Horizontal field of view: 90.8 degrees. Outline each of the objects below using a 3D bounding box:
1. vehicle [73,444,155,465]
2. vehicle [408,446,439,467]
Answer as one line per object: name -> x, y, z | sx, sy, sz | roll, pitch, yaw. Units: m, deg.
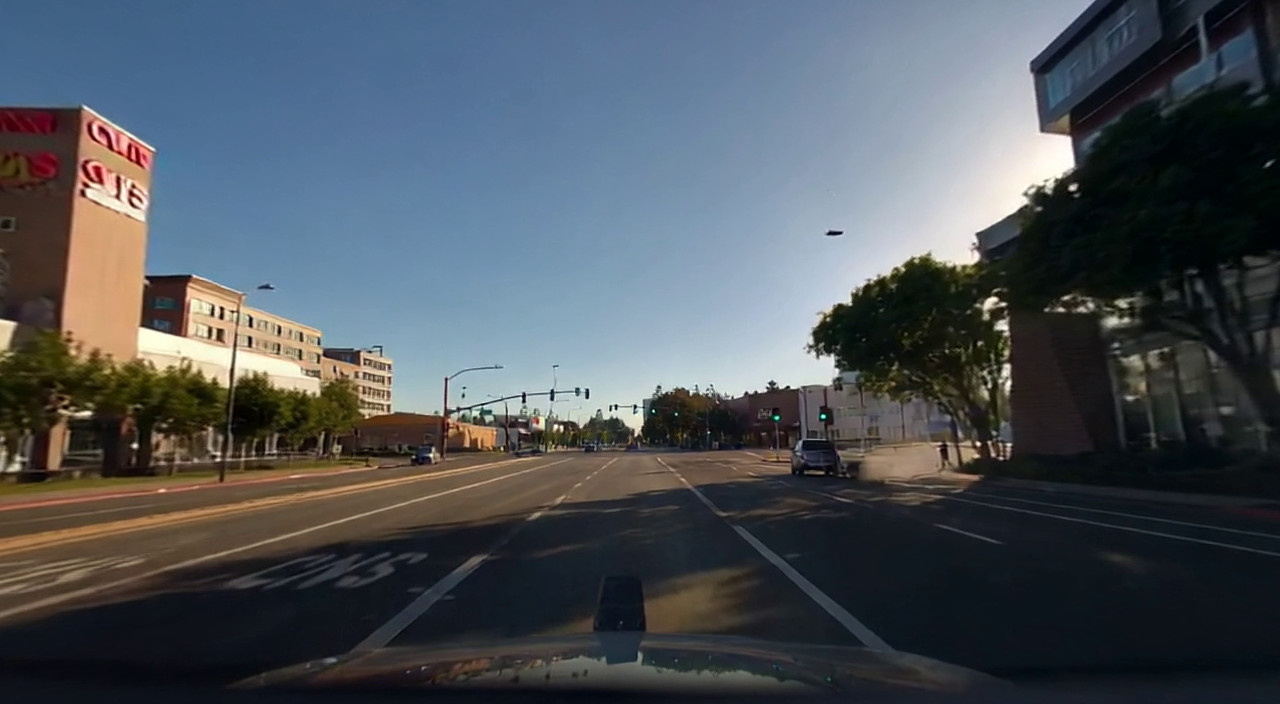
vehicle -> -39.598, 7.701, 47.704 | 1.856, 1.484, 4.964 | 0, -8, 1
vehicle -> -17.013, 8.166, 49.694 | 1.930, 1.473, 4.480 | 2, -8, -15
